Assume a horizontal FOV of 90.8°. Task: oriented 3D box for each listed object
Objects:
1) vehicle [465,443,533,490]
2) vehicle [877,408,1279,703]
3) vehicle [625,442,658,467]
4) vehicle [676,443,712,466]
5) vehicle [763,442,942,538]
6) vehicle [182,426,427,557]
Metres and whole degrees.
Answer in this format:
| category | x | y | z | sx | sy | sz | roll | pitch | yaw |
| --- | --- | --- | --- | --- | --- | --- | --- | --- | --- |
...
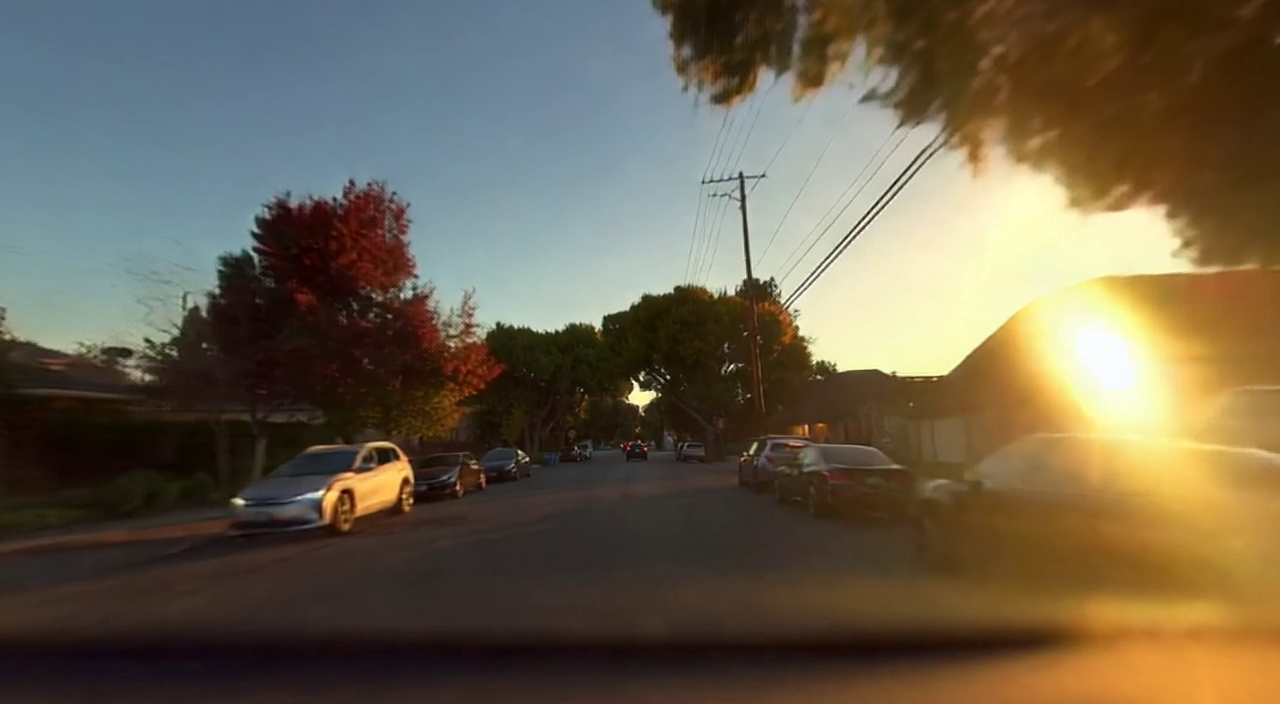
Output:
| category | x | y | z | sx | sy | sz | roll | pitch | yaw |
| --- | --- | --- | --- | --- | --- | --- | --- | --- | --- |
| vehicle | -6.028 | 4.891 | 27.548 | 1.769 | 1.572 | 4.990 | -4 | -6 | 0 |
| vehicle | 3.792 | 1.292 | 4.820 | 2.039 | 1.480 | 4.831 | -1 | -9 | -1 |
| vehicle | 0.053 | 6.784 | 41.998 | 2.062 | 1.509 | 4.305 | 0 | -9 | -1 |
| vehicle | 3.948 | 7.611 | 46.993 | 2.144 | 1.572 | 5.026 | 0 | -8 | 0 |
| vehicle | 3.691 | 2.449 | 11.961 | 1.789 | 1.435 | 4.499 | 0 | -8 | 0 |
| vehicle | -5.925 | 2.424 | 12.073 | 2.115 | 1.820 | 5.002 | -3 | -7 | -2 |
